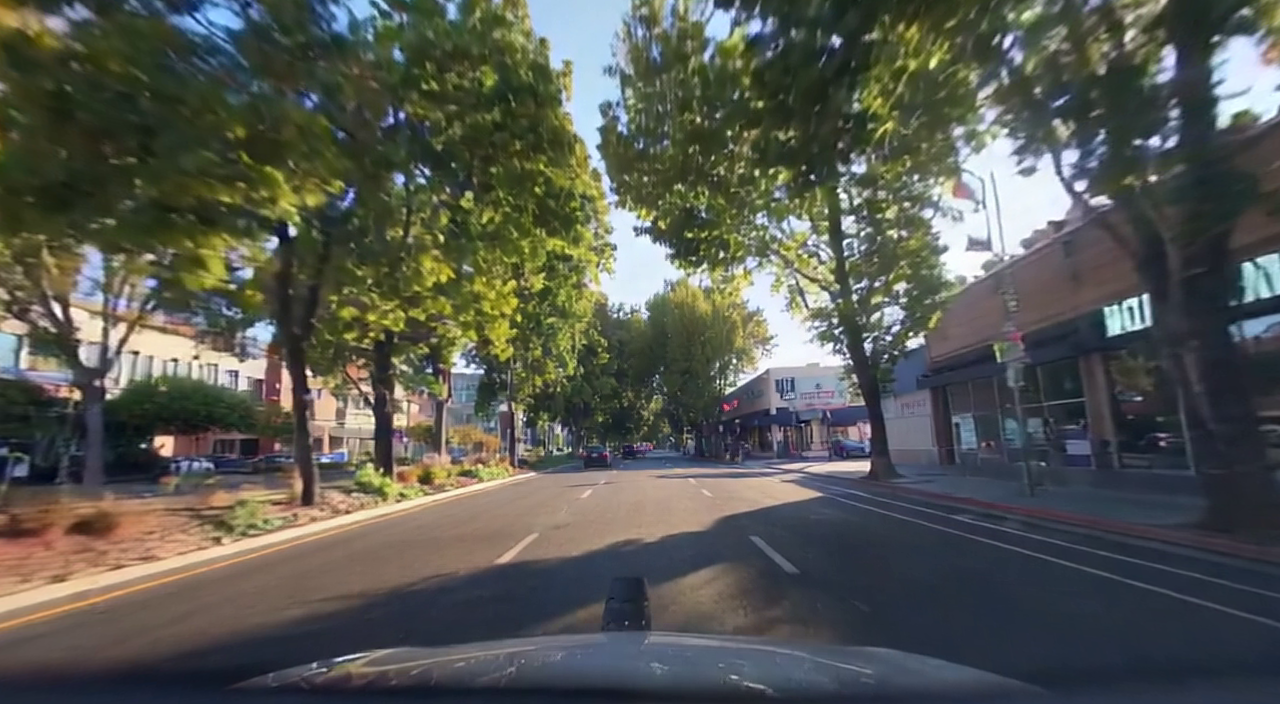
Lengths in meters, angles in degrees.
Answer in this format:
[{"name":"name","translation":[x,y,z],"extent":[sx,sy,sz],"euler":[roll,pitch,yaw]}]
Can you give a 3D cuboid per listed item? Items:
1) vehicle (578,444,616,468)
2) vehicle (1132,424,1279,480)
[{"name":"vehicle","translation":[-2.669,6.631,40.440],"extent":[2.082,1.460,4.442],"euler":[0,-8,1]},{"name":"vehicle","translation":[18.018,3.051,19.486],"extent":[4.018,1.404,1.856],"euler":[-3,-7,-1]}]
